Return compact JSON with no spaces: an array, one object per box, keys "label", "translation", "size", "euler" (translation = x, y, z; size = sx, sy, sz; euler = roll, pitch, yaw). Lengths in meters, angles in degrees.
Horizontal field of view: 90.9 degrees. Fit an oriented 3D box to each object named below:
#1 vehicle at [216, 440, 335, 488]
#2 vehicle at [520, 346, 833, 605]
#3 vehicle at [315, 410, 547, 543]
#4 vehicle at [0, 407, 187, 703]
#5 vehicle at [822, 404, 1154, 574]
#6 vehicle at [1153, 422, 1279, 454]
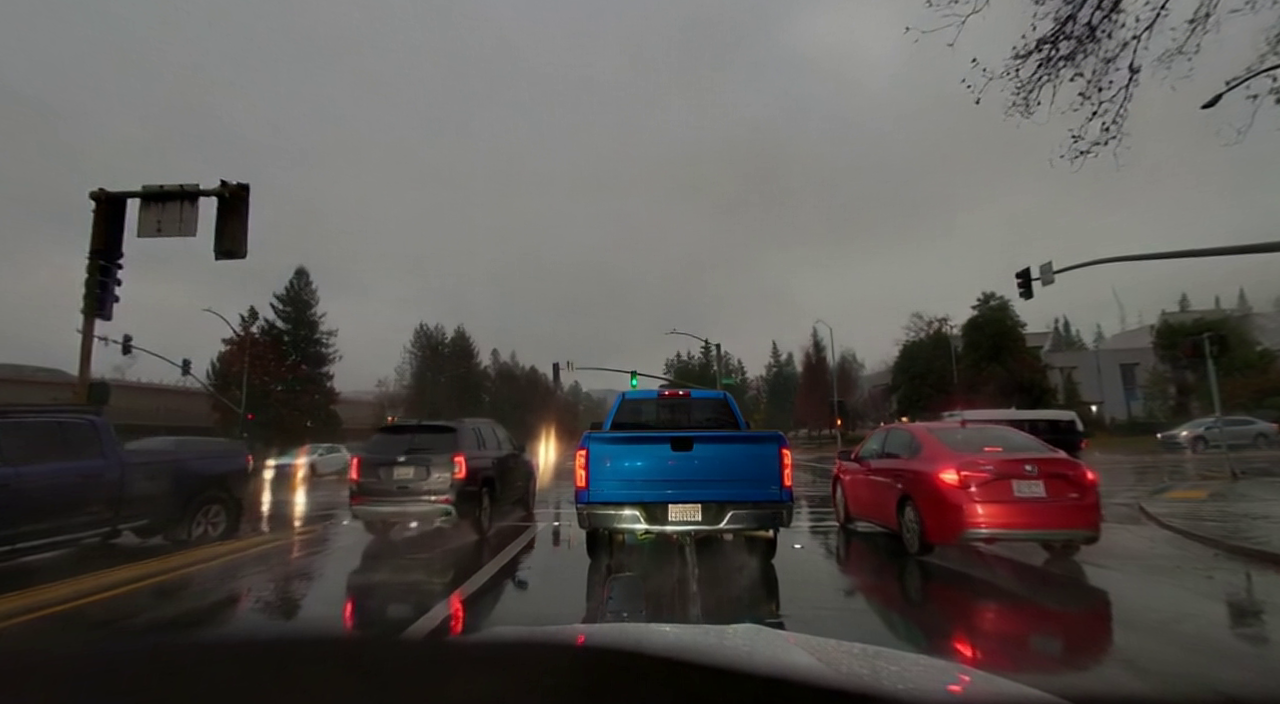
[{"label":"vehicle","translation":[-16.147,4.944,28.363],"size":[2.109,1.936,5.330],"euler":[0,-8,0]},{"label":"vehicle","translation":[0.334,1.334,7.557],"size":[2.505,2.084,4.768],"euler":[0,-8,1]},{"label":"vehicle","translation":[-3.153,2.007,10.827],"size":[2.125,1.739,4.707],"euler":[0,-8,3]},{"label":"vehicle","translation":[-3.386,0.738,0.881],"size":[1.998,1.481,4.656],"euler":[0,-8,1]},{"label":"vehicle","translation":[4.058,1.664,8.398],"size":[1.984,1.659,4.226],"euler":[0,-8,0]},{"label":"vehicle","translation":[27.746,4.126,30.132],"size":[4.681,1.458,1.908],"euler":[0,-8,-1]}]
